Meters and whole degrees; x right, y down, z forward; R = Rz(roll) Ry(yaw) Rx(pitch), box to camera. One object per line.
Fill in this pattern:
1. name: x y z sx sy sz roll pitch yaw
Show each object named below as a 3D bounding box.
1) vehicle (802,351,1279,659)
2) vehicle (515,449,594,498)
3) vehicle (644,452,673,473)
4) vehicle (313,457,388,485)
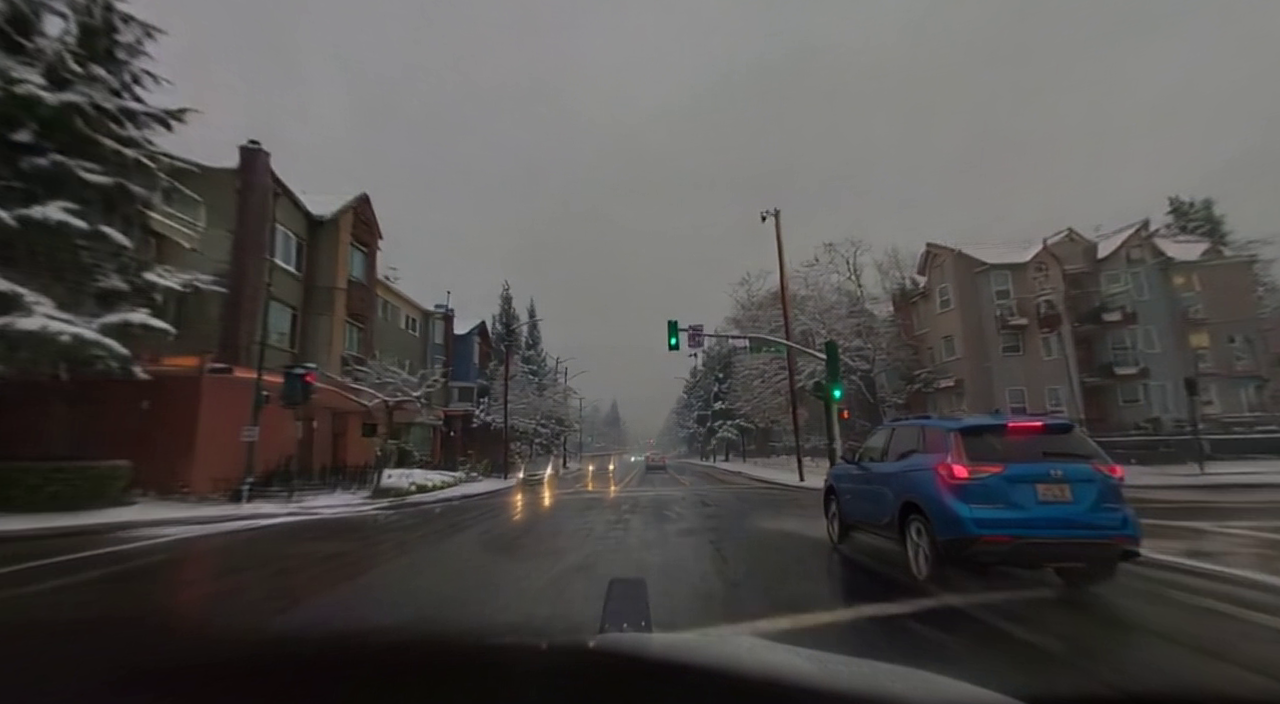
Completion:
1. vehicle: 3.303 1.279 6.316 2.130 1.863 4.844 0 -8 1
2. vehicle: -2.852 4.168 22.102 2.170 1.513 4.270 0 -8 0
3. vehicle: 1.333 8.208 47.030 2.097 1.463 4.043 0 -8 0
4. vehicle: -20.064 8.269 43.807 4.134 1.655 2.225 -1 -6 -2
